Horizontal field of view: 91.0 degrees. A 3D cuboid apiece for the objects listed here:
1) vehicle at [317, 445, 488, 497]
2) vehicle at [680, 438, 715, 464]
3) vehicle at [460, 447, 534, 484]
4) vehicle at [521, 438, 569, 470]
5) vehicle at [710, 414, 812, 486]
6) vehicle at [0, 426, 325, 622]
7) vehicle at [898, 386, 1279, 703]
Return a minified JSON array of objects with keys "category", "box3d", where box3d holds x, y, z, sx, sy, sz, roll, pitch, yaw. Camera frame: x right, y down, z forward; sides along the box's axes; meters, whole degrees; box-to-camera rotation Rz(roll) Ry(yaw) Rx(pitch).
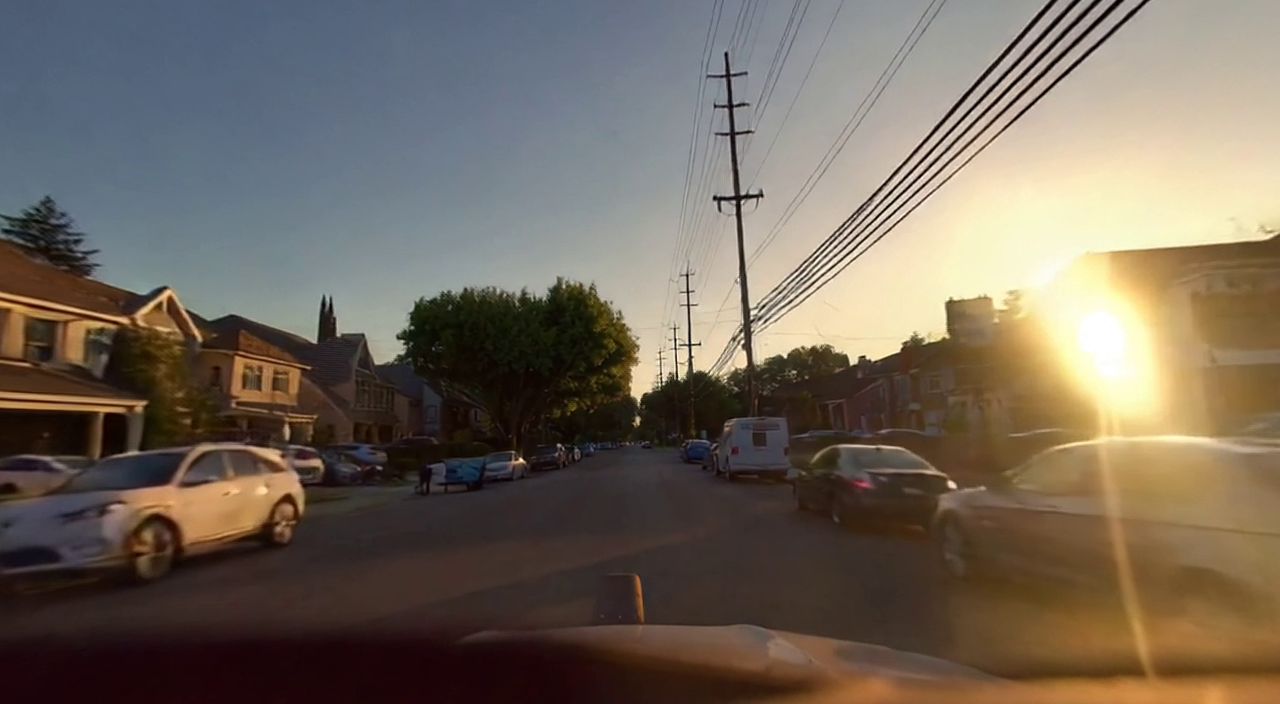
[{"category":"vehicle","box3d":[-7.671,3.887,20.785,4.935,1.454,1.900,-1,-8,-5]},{"category":"vehicle","box3d":[3.723,6.507,41.426,1.848,1.550,4.054,0,-9,-1]},{"category":"vehicle","box3d":[-6.182,4.950,27.797,2.048,1.438,4.728,-2,-9,1]},{"category":"vehicle","box3d":[-6.197,6.698,41.620,2.322,1.913,5.582,0,-9,0]},{"category":"vehicle","box3d":[3.971,3.378,21.823,2.396,2.164,5.381,0,-9,0]},{"category":"vehicle","box3d":[-6.049,1.851,7.771,1.989,1.693,4.292,-2,-8,2]},{"category":"vehicle","box3d":[3.773,1.111,4.016,2.112,1.528,4.944,0,-9,0]}]
